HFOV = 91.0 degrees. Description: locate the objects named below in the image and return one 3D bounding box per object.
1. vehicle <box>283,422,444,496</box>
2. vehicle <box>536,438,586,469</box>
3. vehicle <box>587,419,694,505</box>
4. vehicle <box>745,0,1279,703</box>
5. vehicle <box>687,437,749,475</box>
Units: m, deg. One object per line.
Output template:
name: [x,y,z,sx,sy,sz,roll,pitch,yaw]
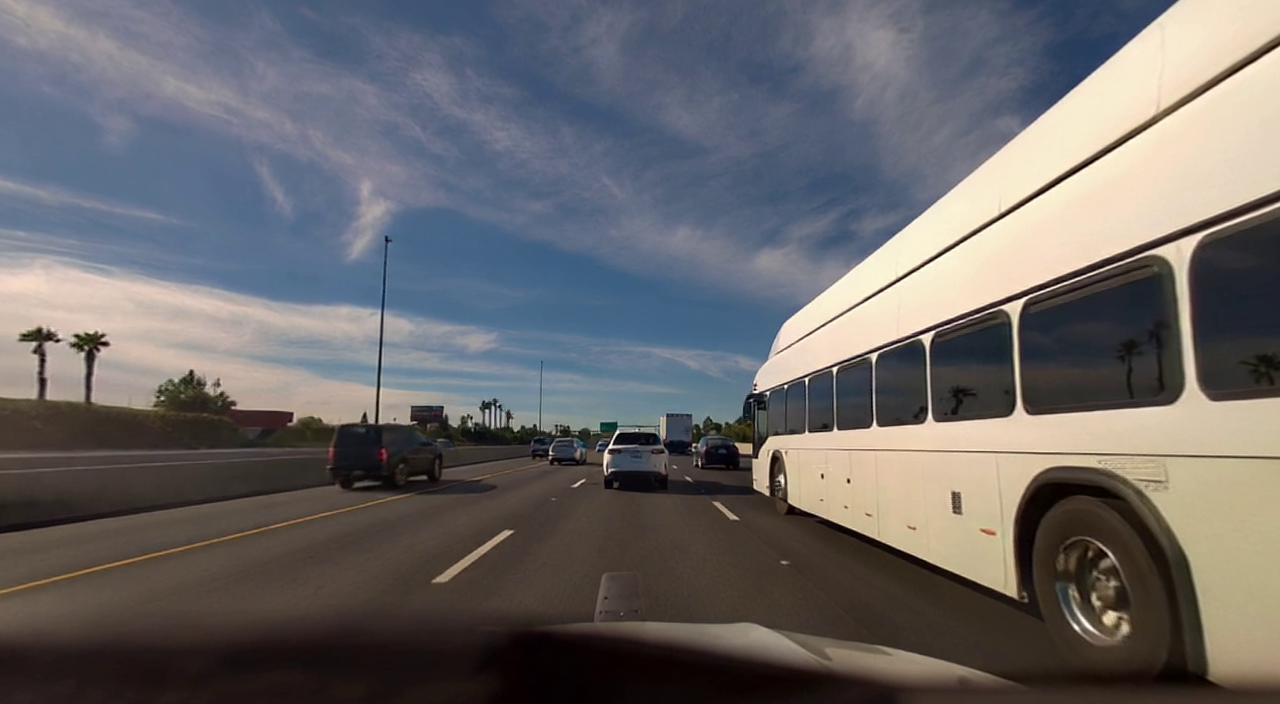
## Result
vehicle: [-7.478,2.971,17.766,2.215,1.795,4.966,0,-9,1]
vehicle: [-4.187,5.473,34.102,2.040,1.536,4.680,0,-9,1]
vehicle: [0.051,2.664,15.535,2.268,1.796,4.280,0,-9,1]
vehicle: [3.949,0.477,7.128,3.020,3.622,14.302,0,-9,0]
vehicle: [3.339,4.590,27.993,2.039,1.516,4.521,0,-9,-2]
